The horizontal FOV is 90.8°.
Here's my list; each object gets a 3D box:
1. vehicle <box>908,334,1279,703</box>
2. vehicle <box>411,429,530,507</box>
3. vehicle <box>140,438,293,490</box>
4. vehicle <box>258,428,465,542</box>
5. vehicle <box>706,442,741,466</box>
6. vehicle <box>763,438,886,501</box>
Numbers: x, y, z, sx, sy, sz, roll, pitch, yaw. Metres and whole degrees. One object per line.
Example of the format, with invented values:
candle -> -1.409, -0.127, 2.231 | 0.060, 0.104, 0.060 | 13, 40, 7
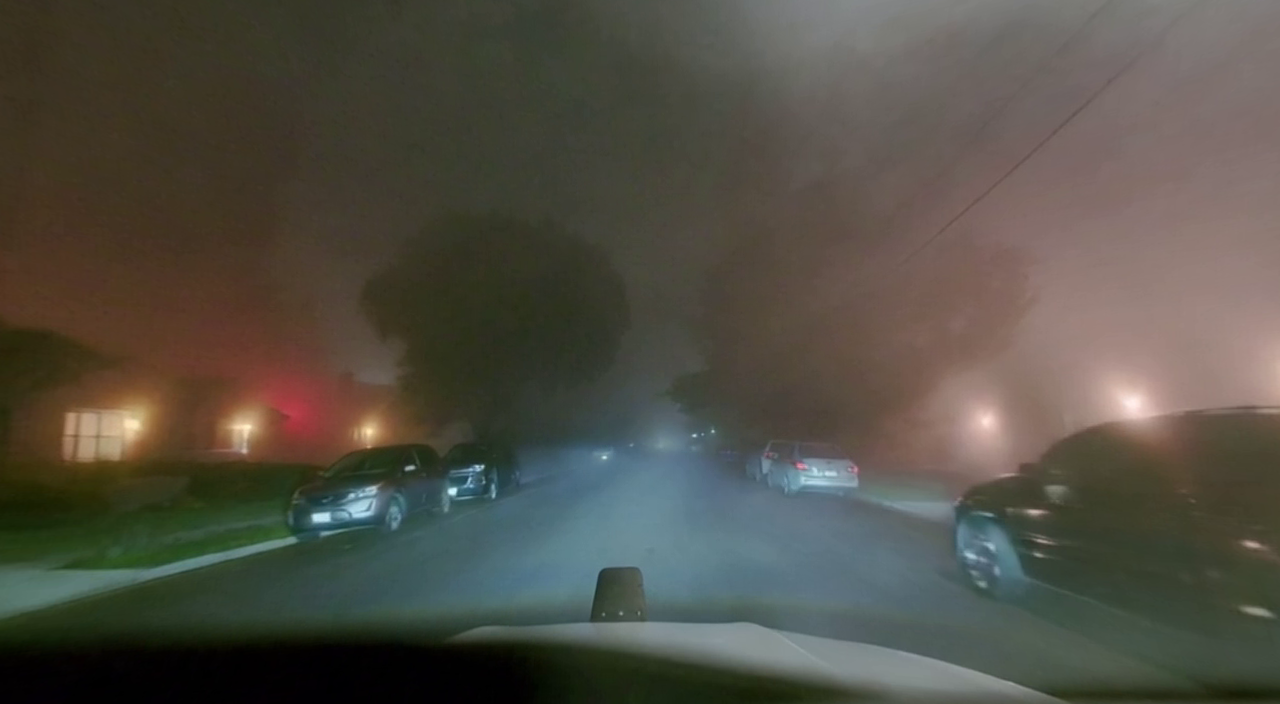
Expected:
vehicle -> 3.852, 0.986, 3.808 | 2.122, 1.809, 5.421 | -1, -8, 1
vehicle -> -4.875, 3.410, 18.866 | 2.156, 1.859, 4.573 | -4, -9, 1
vehicle -> -17.720, 4.670, 26.654 | 4.832, 2.033, 2.045 | 0, -8, -5
vehicle -> -5.332, 2.595, 12.875 | 2.118, 1.753, 4.377 | -5, -9, 2
vehicle -> 5.744, 7.080, 44.013 | 1.906, 1.503, 4.498 | -1, -8, 2
vehicle -> 4.941, 3.204, 17.792 | 2.090, 1.489, 4.952 | -1, -8, 2
